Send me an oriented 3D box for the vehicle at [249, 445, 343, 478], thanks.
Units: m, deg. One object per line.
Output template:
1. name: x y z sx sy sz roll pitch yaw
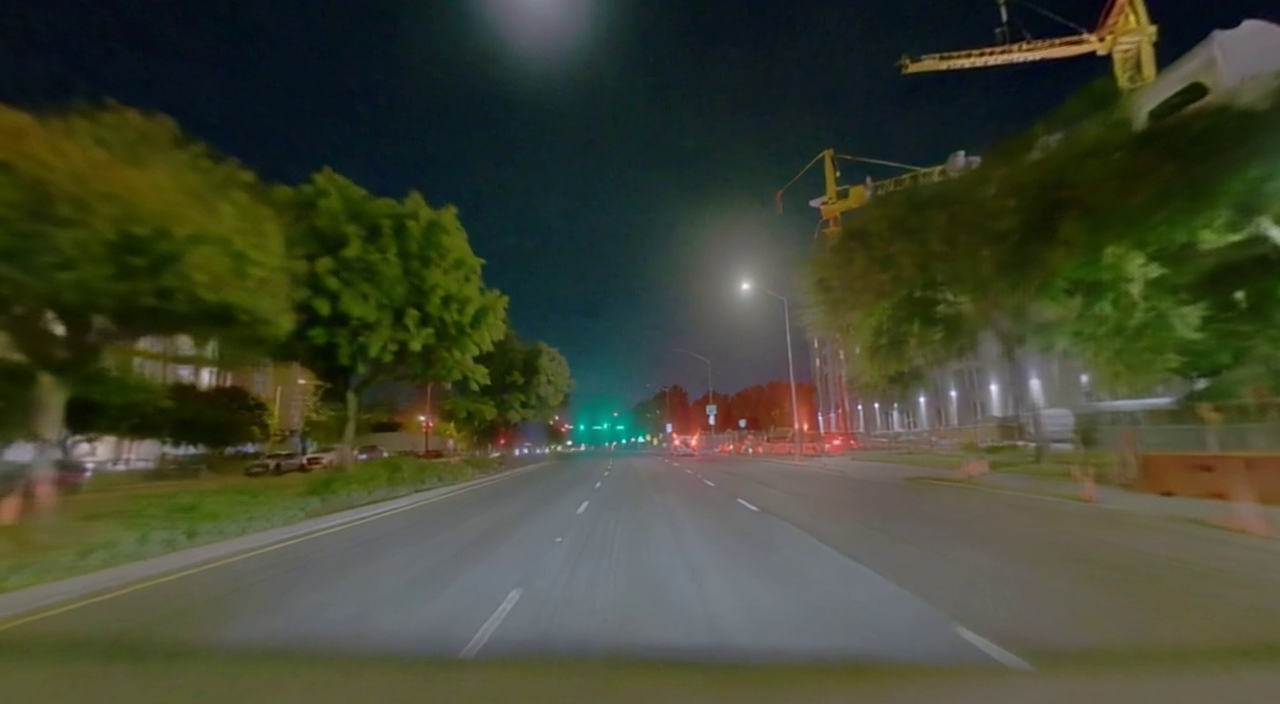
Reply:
1. vehicle: -21.995 6.993 40.637 2.328 1.918 5.628 -1 -8 7

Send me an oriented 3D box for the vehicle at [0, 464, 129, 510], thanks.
1. vehicle: -22.133 5.012 23.781 1.863 1.470 4.526 0 -9 0

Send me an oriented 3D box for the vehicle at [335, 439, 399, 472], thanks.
1. vehicle: -18.268 6.939 42.525 2.286 2.069 5.077 0 -8 -3
